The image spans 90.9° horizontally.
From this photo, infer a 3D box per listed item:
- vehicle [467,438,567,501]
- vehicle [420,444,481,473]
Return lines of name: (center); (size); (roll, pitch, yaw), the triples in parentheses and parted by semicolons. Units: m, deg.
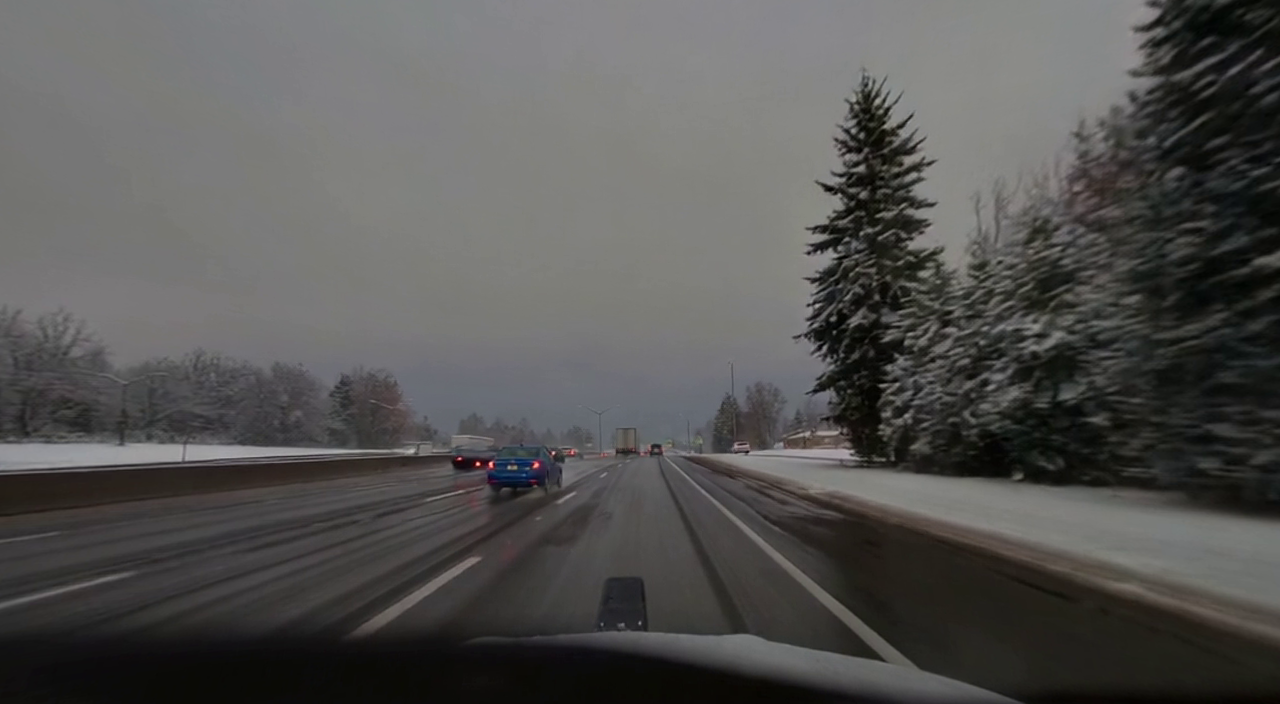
vehicle: (-3.209, 3.141, 17.234); (1.953, 1.511, 3.704); (0, -8, 1)
vehicle: (-10.560, 5.939, 35.511); (1.888, 1.481, 4.477); (0, -8, 2)
